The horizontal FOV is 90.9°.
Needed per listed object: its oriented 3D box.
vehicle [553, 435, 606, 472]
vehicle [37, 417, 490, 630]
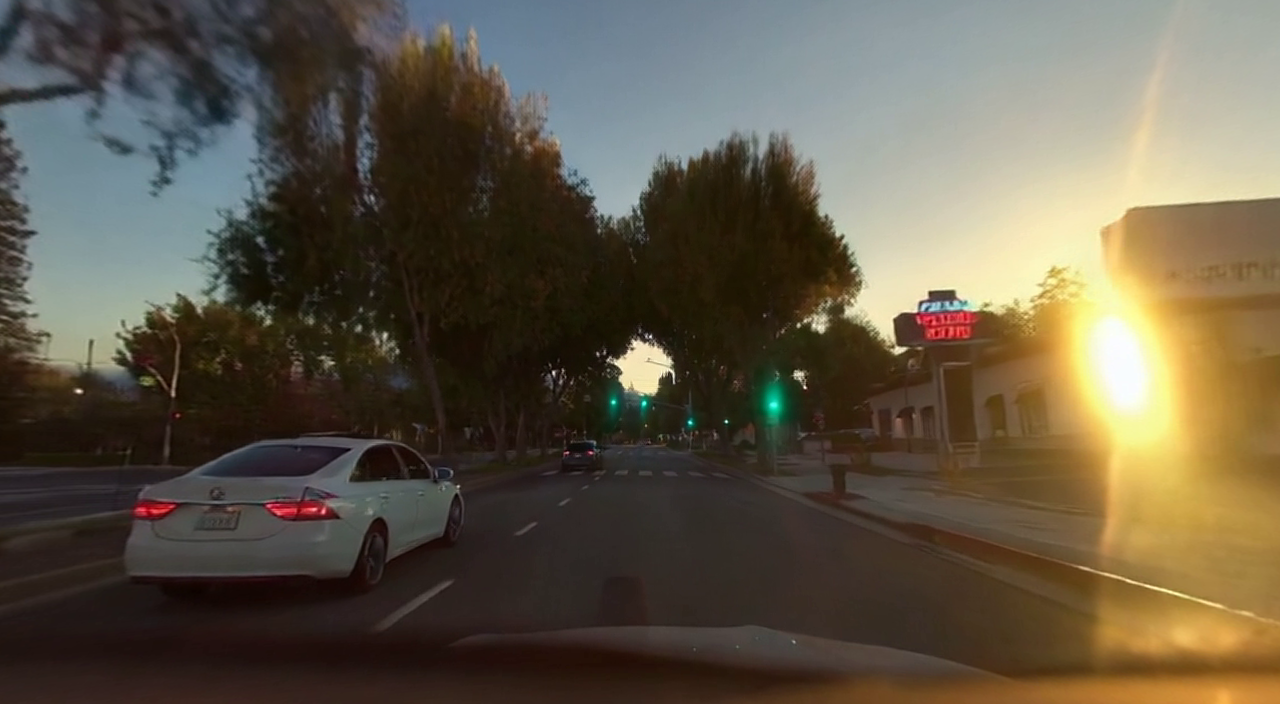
[{"bbox_3d":[-2.904,5.029,31.307,2.109,1.692,4.220,0,-8,2],"label":"vehicle"},{"bbox_3d":[-3.175,1.528,6.676,2.018,1.477,4.401,0,-8,1],"label":"vehicle"}]
